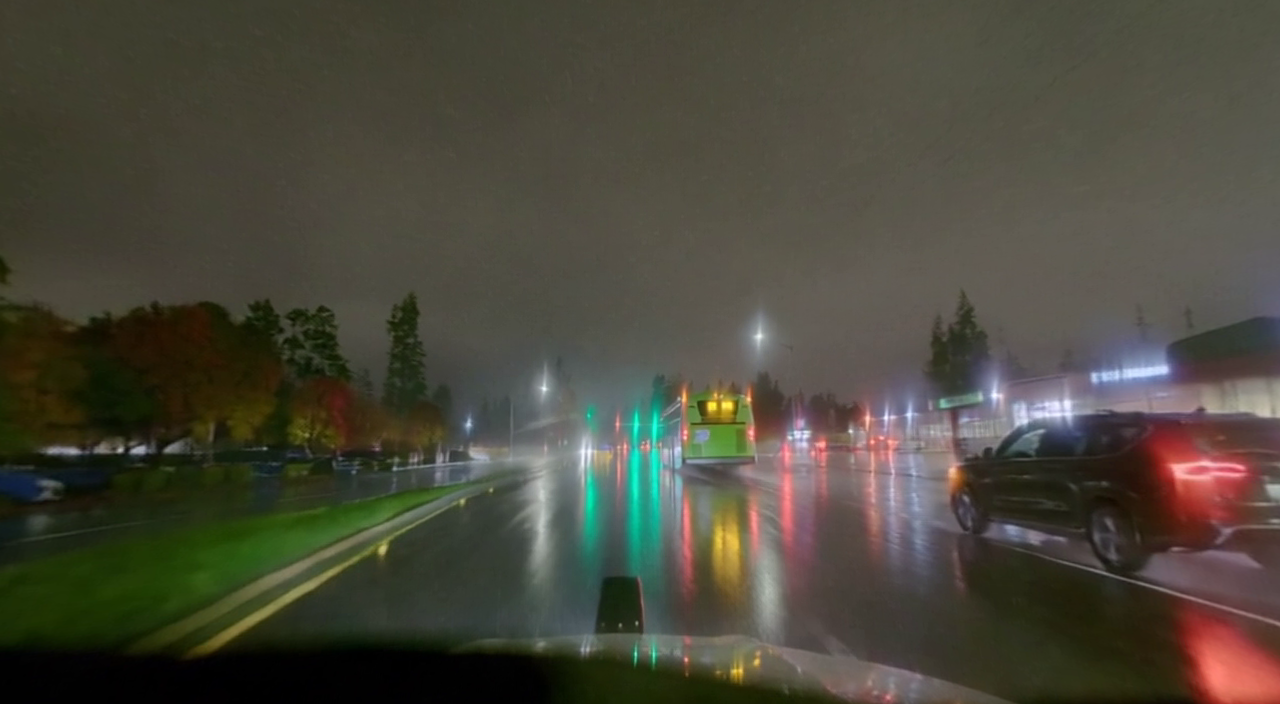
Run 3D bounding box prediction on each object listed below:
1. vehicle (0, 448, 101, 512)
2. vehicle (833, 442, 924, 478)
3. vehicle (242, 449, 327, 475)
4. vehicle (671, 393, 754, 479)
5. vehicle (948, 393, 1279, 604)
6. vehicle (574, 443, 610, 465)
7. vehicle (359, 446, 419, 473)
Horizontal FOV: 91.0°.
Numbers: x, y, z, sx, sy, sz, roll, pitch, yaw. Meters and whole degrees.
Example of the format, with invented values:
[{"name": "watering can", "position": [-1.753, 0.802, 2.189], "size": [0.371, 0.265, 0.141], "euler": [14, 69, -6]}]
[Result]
[{"name": "vehicle", "position": [-19.128, 3.729, 18.253], "size": [2.277, 1.764, 5.283], "euler": [-2, -8, 0]}, {"name": "vehicle", "position": [10.505, 4.766, 28.185], "size": [2.073, 1.443, 4.860], "euler": [0, -8, -2]}, {"name": "vehicle", "position": [-25.023, 7.725, 44.377], "size": [4.724, 1.734, 2.076], "euler": [0, -8, 1]}, {"name": "vehicle", "position": [3.018, 3.900, 28.960], "size": [2.766, 3.306, 9.281], "euler": [0, -8, 0]}, {"name": "vehicle", "position": [6.029, 1.564, 7.671], "size": [2.129, 1.754, 4.668], "euler": [0, -8, 0]}, {"name": "vehicle", "position": [-3.273, 7.082, 43.738], "size": [2.211, 1.416, 4.179], "euler": [0, -8, -1]}, {"name": "vehicle", "position": [-19.230, 8.221, 48.510], "size": [2.123, 1.905, 5.972], "euler": [-2, -9, 1]}]
